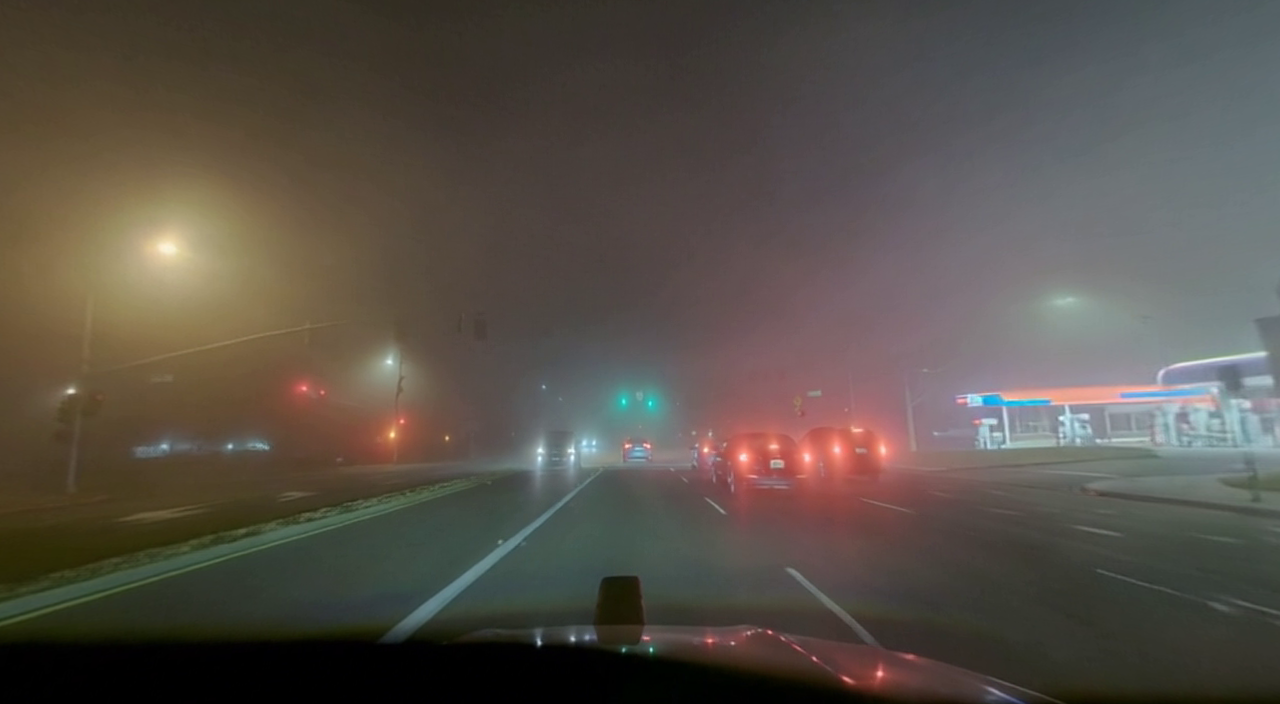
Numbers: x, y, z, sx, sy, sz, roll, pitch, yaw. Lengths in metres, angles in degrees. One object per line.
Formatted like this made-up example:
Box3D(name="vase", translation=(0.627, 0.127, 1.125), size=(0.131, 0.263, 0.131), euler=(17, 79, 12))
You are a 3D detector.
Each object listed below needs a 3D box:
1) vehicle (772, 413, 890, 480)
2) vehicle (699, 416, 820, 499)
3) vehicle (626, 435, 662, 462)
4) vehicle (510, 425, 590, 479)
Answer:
Box3D(name="vehicle", translation=(6.913, 3.532, 23.742), size=(2.510, 2.176, 5.527), euler=(0, -8, -2))
Box3D(name="vehicle", translation=(2.851, 2.674, 16.290), size=(2.140, 1.800, 4.660), euler=(0, -8, 0))
Box3D(name="vehicle", translation=(0.203, 6.142, 40.304), size=(2.131, 1.665, 3.926), euler=(0, -8, -2))
Box3D(name="vehicle", translation=(-3.239, 3.714, 23.706), size=(2.261, 1.820, 4.255), euler=(0, -8, 2))
